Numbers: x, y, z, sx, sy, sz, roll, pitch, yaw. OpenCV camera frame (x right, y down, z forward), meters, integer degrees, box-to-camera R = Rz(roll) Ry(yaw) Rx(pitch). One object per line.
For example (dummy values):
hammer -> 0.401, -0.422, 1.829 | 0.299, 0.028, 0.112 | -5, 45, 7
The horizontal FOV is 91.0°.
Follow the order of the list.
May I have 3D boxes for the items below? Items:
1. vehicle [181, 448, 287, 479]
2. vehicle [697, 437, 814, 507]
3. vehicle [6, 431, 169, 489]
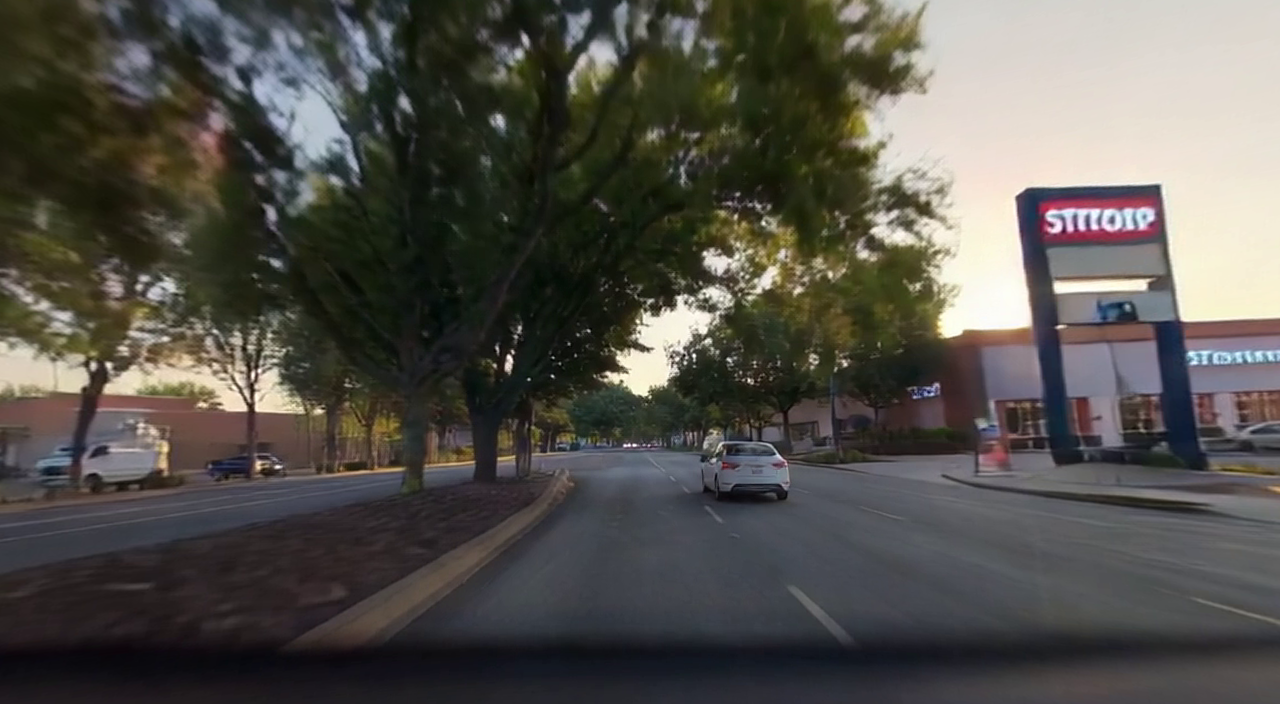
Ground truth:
vehicle -> -28.648, 7.864, 44.632 | 6.011, 2.042, 2.375 | 5, -10, -31
vehicle -> 2.678, 2.917, 15.778 | 2.015, 1.479, 4.444 | 0, -9, -1
vehicle -> -28.192, 5.505, 32.484 | 5.802, 2.743, 2.245 | 5, -10, -32
